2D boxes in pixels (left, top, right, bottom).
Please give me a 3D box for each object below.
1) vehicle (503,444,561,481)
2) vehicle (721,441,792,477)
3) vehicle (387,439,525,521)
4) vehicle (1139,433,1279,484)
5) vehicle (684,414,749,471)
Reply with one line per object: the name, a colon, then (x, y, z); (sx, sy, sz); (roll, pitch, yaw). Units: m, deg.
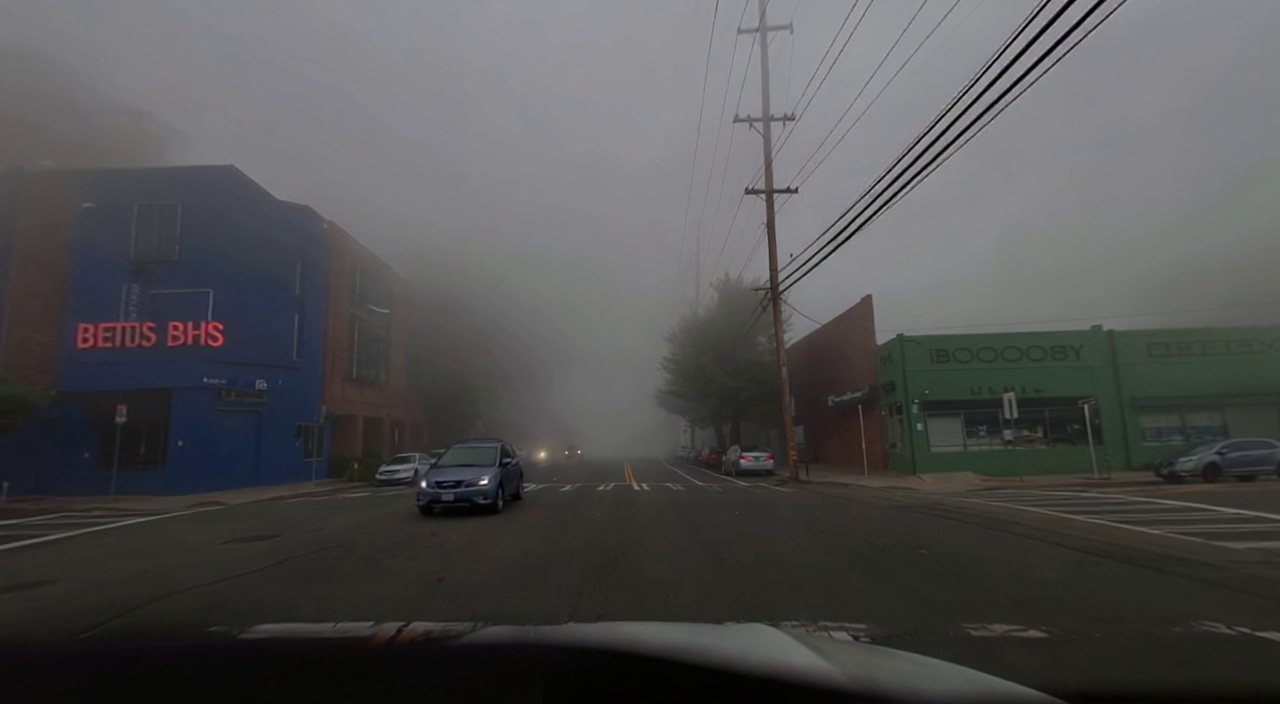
vehicle: (-4.785, 4.957, 28.634); (2.050, 1.505, 4.219); (0, -8, -2)
vehicle: (5.585, 5.182, 30.863); (1.963, 1.646, 4.204); (2, -9, -11)
vehicle: (-3.836, 2.714, 13.969); (1.914, 1.506, 4.125); (0, -8, -2)
vehicle: (18.620, 3.287, 19.677); (4.368, 1.479, 1.985); (0, -8, 1)
vehicle: (4.594, 5.680, 39.571); (2.815, 3.203, 7.558); (0, -8, -2)
